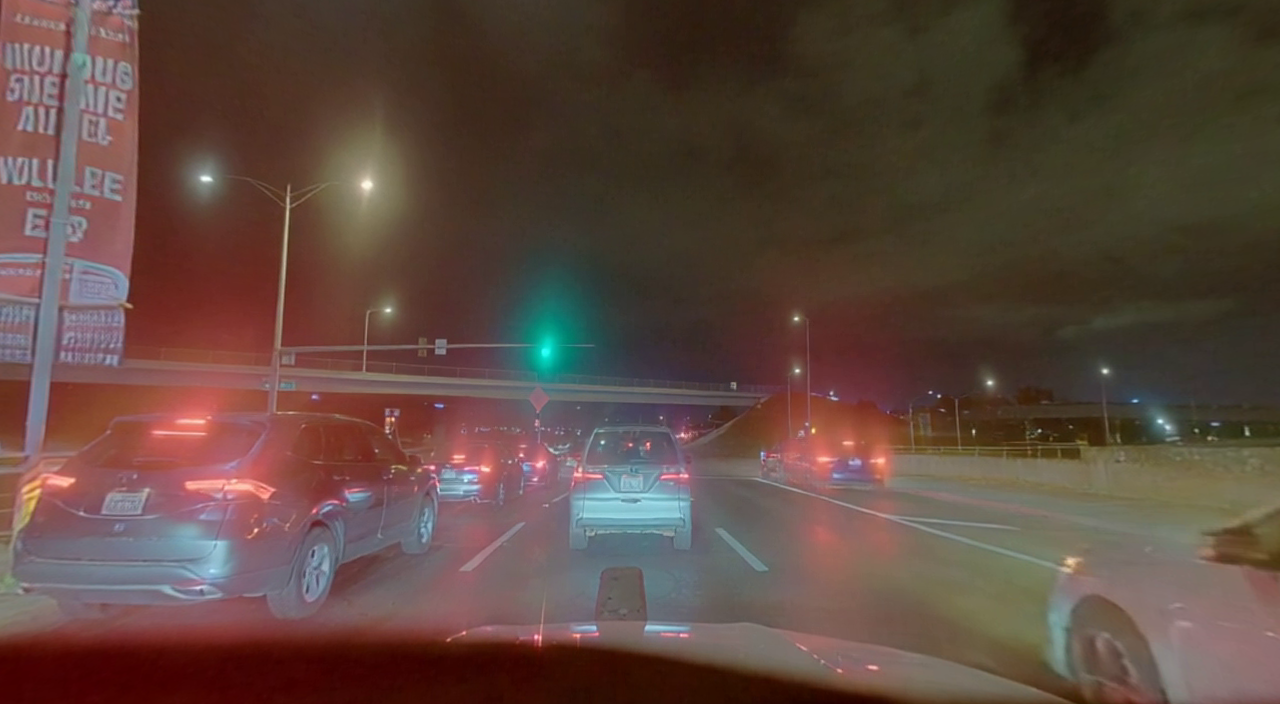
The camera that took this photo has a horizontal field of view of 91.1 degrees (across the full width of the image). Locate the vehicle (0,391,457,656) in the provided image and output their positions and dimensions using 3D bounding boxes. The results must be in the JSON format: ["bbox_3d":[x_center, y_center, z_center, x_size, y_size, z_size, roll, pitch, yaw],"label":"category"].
[{"bbox_3d":[-3.502,1.431,6.279,2.039,1.709,4.265,0,-9,0],"label":"vehicle"}]

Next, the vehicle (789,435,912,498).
[{"bbox_3d":[6.420,3.527,19.827,2.191,1.730,4.658,0,-9,-1],"label":"vehicle"}]

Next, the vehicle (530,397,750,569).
[{"bbox_3d":[-0.084,1.765,9.210,2.409,1.864,4.471,0,-9,-2],"label":"vehicle"}]

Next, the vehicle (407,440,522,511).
[{"bbox_3d":[-4.154,2.946,15.426,1.797,1.505,3.506,0,-9,0],"label":"vehicle"}]

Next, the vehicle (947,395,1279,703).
[{"bbox_3d":[2.984,0.784,1.282,2.228,1.472,4.939,0,-9,0],"label":"vehicle"}]
